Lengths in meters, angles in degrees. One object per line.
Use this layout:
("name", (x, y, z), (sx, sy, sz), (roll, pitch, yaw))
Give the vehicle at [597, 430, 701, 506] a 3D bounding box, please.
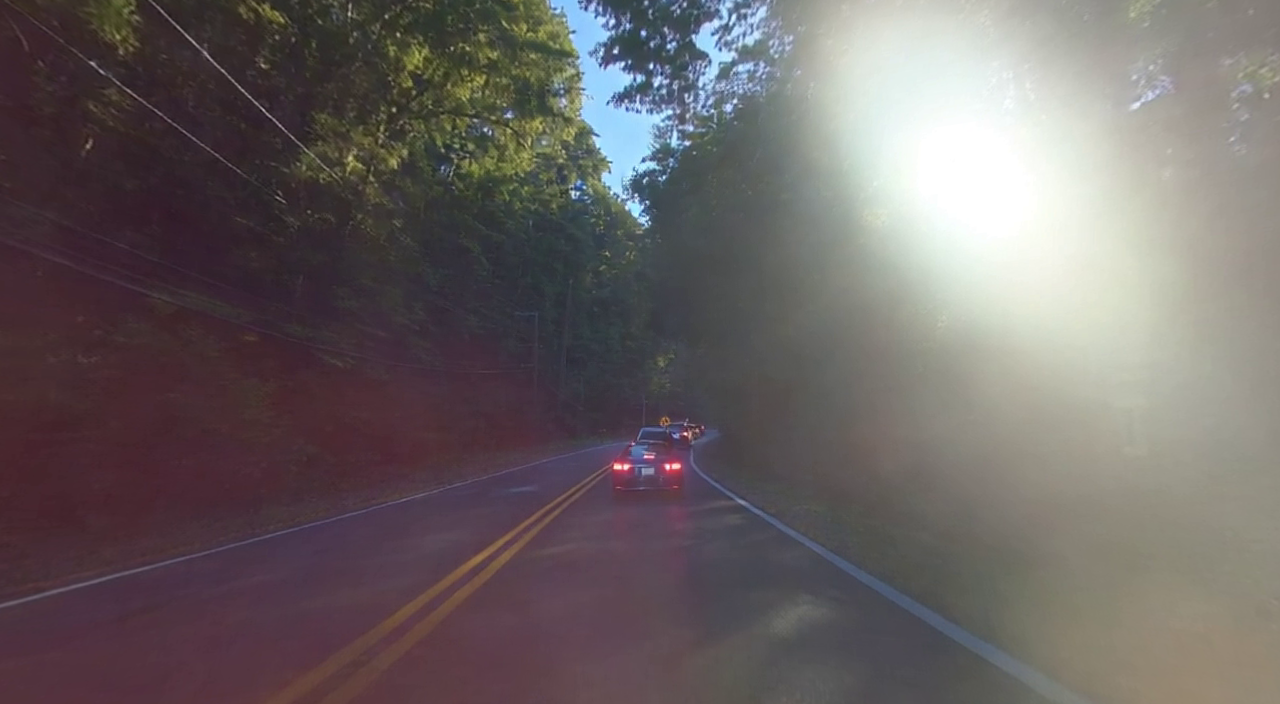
("vehicle", (0.166, 2.607, 14.576), (2.081, 1.503, 3.726), (0, -8, -1))
